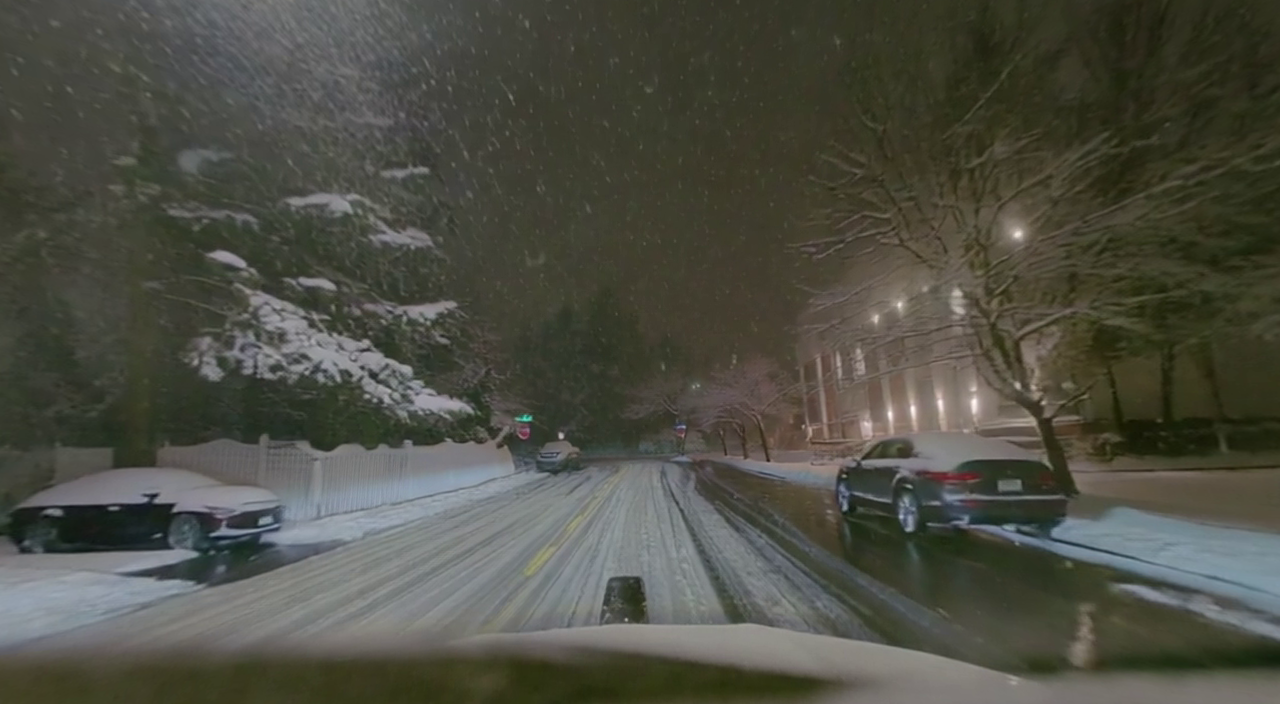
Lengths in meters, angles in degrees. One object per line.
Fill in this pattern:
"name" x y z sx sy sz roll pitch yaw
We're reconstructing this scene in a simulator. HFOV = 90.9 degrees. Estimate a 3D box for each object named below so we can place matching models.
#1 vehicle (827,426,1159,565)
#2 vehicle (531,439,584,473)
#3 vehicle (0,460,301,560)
"vehicle" 4.624 1.954 9.486 2.109 1.500 5.070 0 -9 1
"vehicle" -5.231 6.651 40.805 2.308 1.899 6.107 -1 -8 3
"vehicle" -8.621 2.723 11.194 4.063 1.483 1.939 -1 -8 -1
